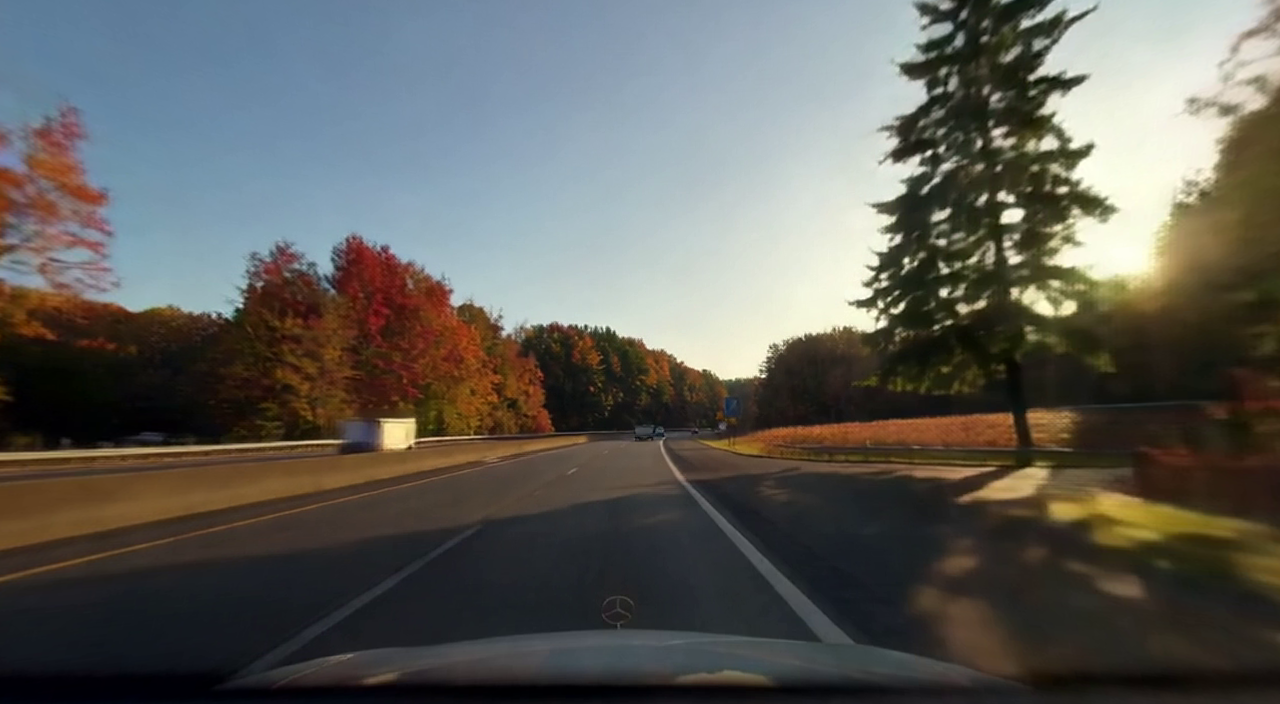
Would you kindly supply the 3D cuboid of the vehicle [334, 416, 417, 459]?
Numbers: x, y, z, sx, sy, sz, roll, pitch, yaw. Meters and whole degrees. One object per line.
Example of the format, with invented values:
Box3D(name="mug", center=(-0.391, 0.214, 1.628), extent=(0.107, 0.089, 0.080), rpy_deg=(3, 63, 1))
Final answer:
Box3D(name="vehicle", center=(-14.652, 4.802, 35.178), extent=(2.359, 2.212, 4.973), rpy_deg=(0, -8, 2))
